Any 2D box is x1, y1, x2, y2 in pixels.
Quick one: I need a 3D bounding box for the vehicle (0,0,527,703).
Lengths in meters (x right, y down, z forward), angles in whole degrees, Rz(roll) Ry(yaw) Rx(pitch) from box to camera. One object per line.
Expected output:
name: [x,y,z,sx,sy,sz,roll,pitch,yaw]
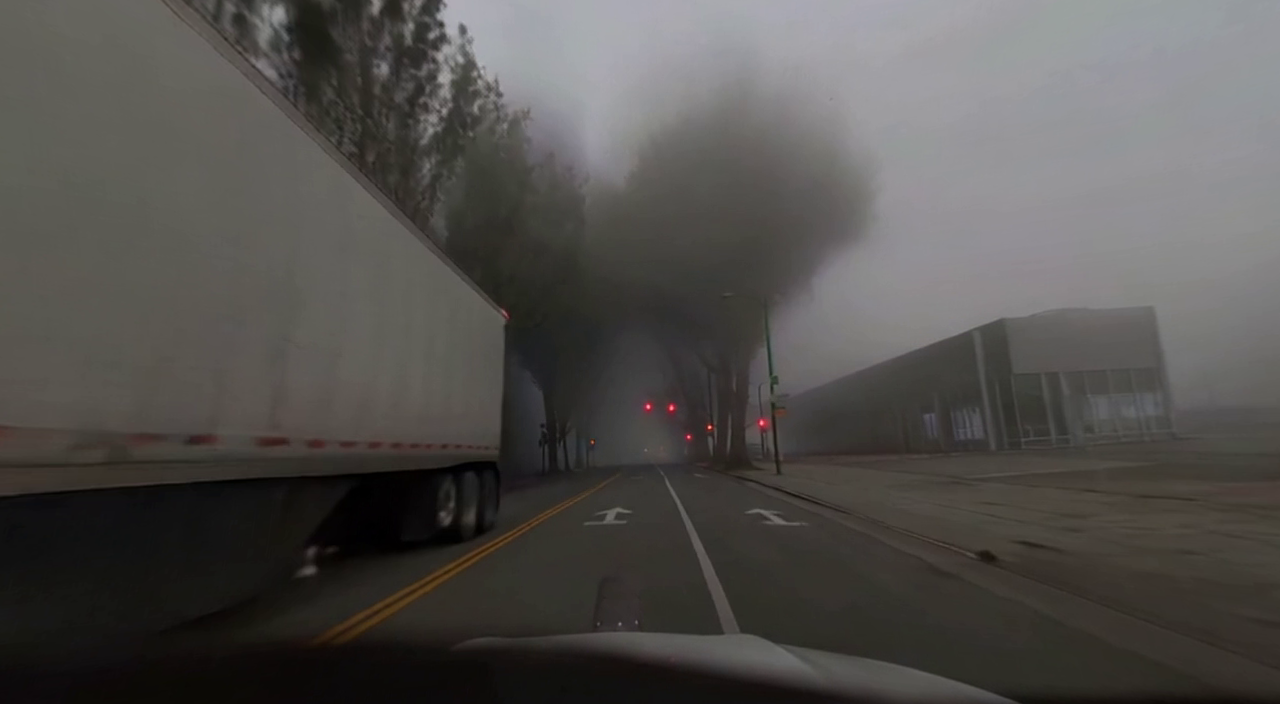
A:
vehicle: [-4.139,0.232,5.456,3.160,4.343,15.392,-1,-9,1]
